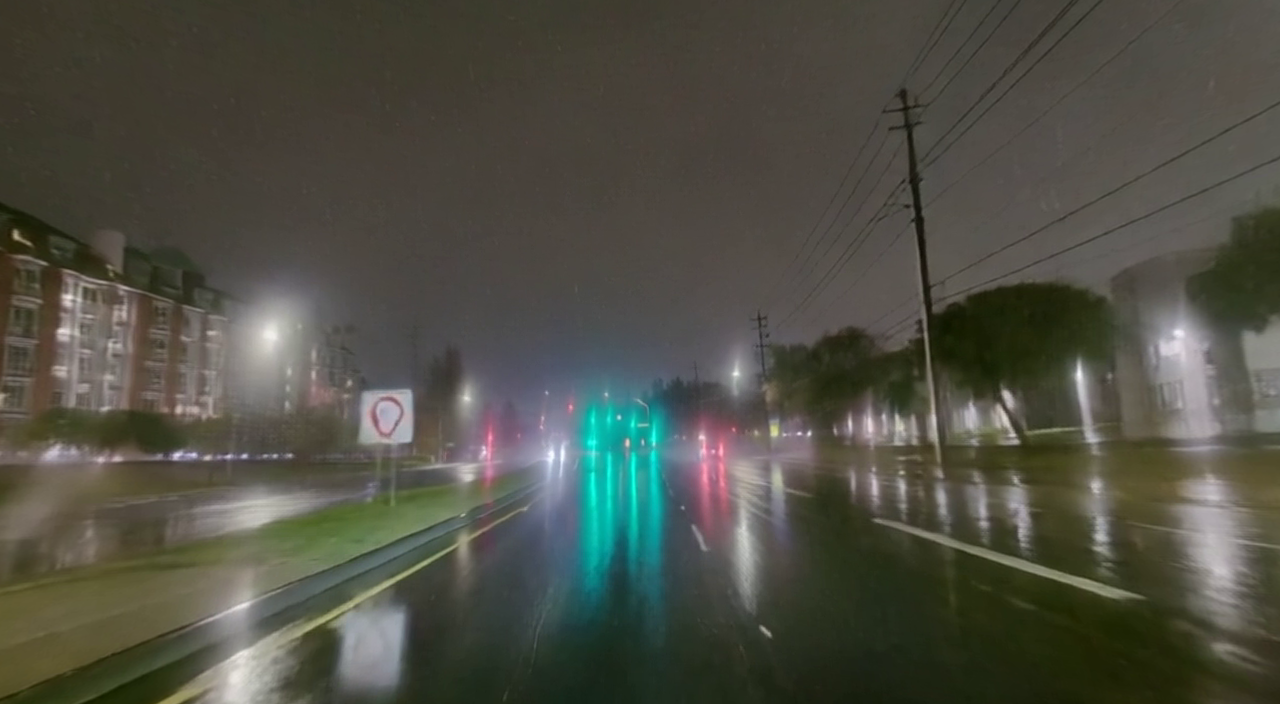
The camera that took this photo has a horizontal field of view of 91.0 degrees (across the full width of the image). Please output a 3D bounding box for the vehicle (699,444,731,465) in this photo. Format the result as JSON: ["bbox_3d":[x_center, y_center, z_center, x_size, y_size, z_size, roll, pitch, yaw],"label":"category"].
[{"bbox_3d":[5.628,7.764,47.743,1.908,1.476,3.880,0,-9,-1],"label":"vehicle"}]
